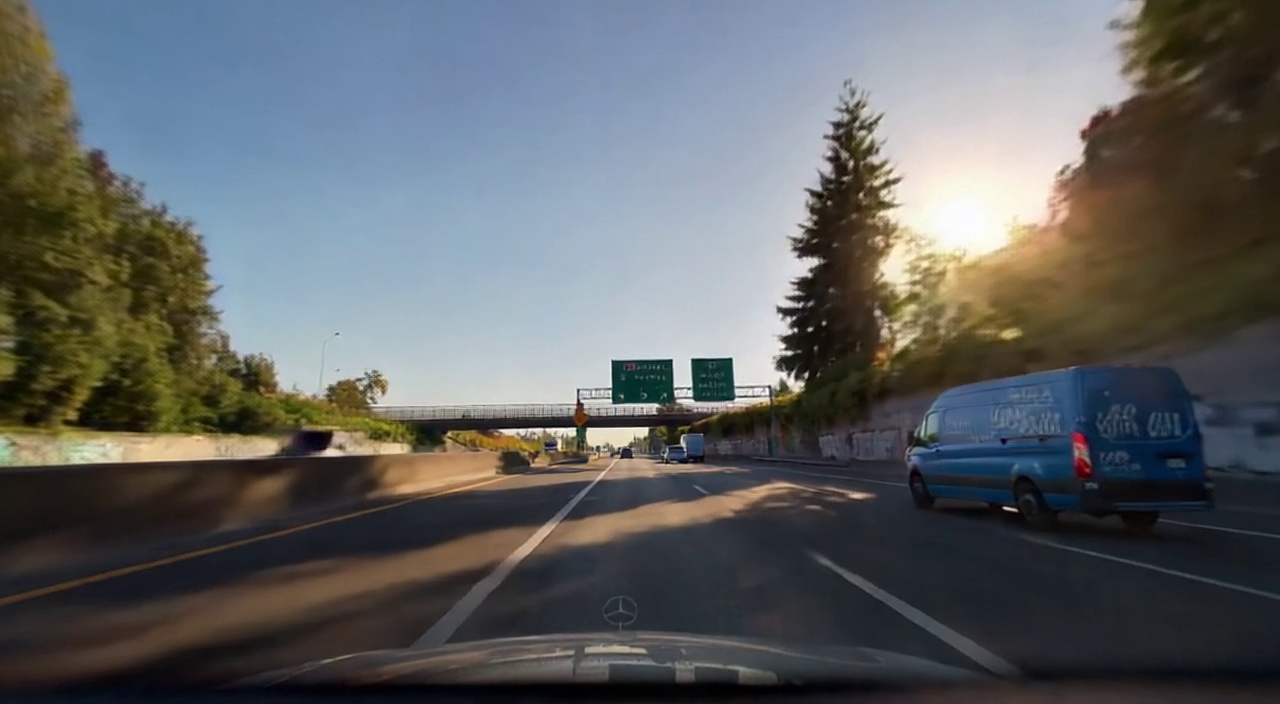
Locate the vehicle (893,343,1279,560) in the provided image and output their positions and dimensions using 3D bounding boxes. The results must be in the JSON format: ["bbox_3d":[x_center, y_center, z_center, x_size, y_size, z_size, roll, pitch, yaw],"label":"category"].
[{"bbox_3d":[6.692,1.619,10.560,2.283,2.631,5.719,0,-9,-2],"label":"vehicle"}]

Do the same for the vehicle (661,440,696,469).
[{"bbox_3d":[2.707,7.382,45.437,2.007,1.943,5.010,0,-9,-3],"label":"vehicle"}]

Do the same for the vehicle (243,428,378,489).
[{"bbox_3d":[-11.962,3.914,23.368,2.180,1.988,5.316,0,-9,-1],"label":"vehicle"}]
